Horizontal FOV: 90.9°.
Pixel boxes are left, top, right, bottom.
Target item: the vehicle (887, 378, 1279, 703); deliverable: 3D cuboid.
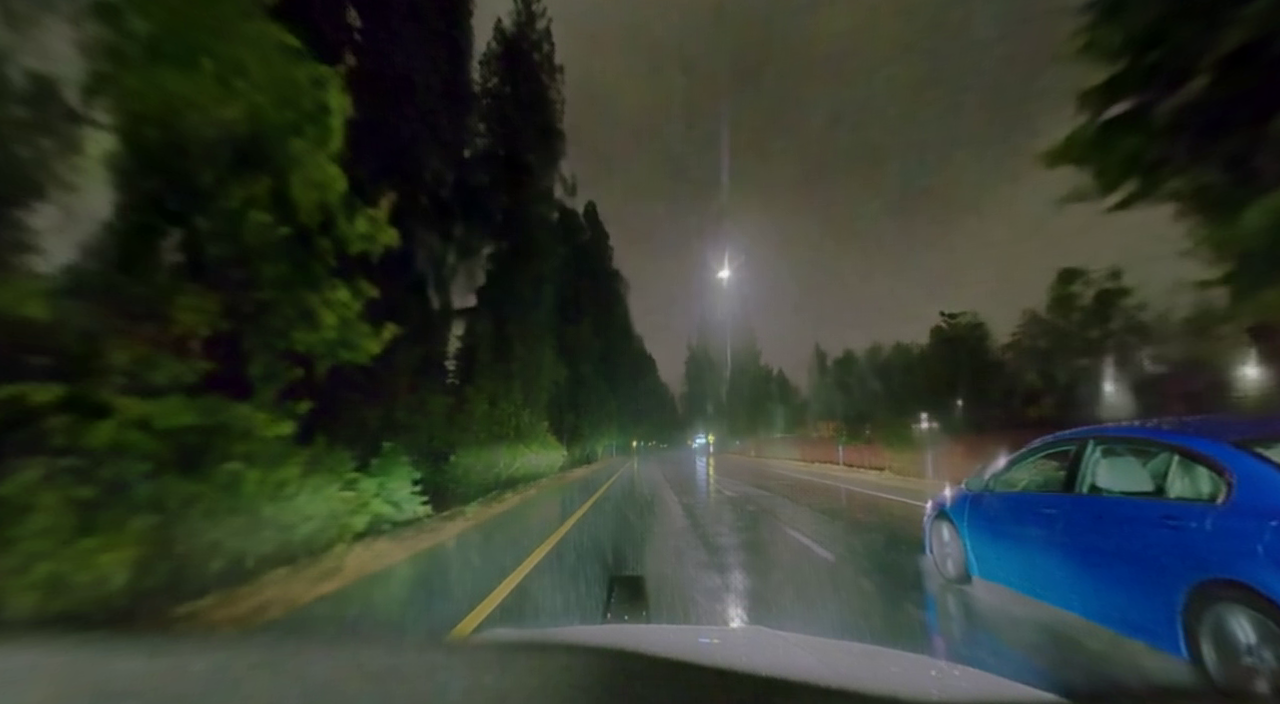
[{"bbox_3d":[3.488,1.059,3.790,2.061,1.503,4.823,0,-8,0],"label":"vehicle"}]
